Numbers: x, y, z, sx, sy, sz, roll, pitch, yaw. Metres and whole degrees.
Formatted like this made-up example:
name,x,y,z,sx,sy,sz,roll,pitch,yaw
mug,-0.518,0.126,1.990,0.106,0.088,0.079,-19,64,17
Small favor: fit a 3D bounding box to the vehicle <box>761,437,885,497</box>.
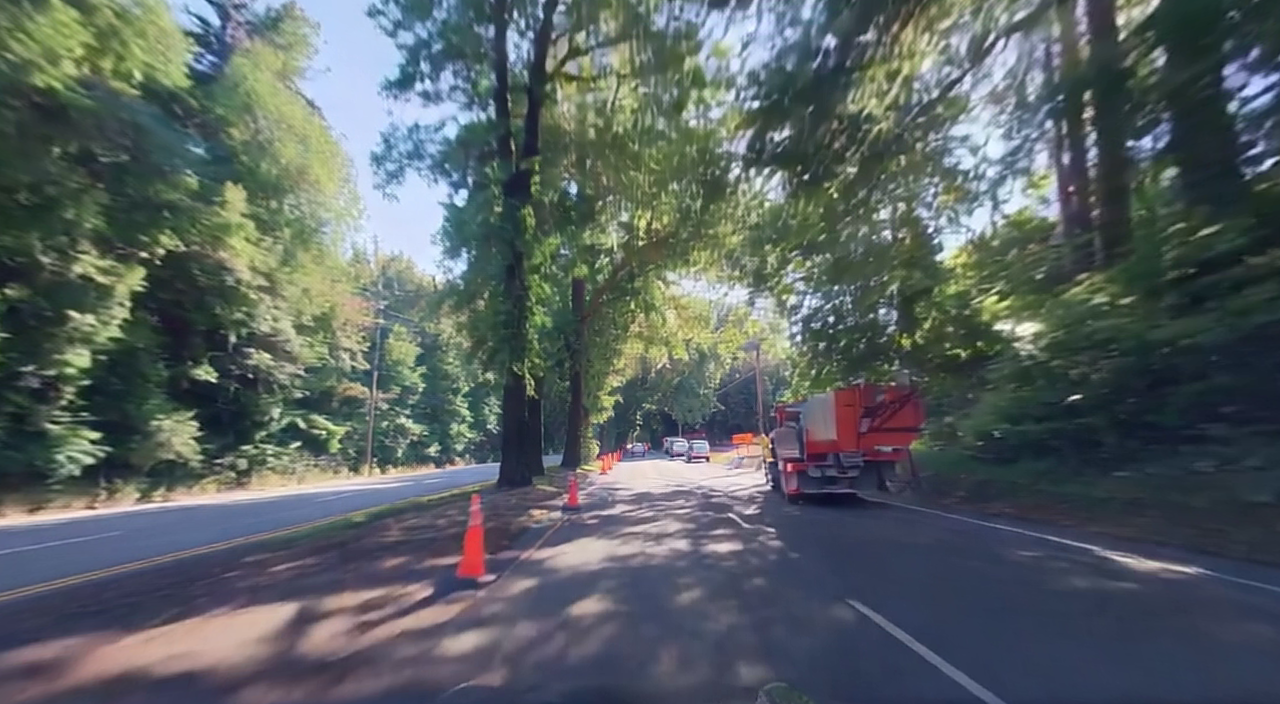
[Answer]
name,x,y,z,sx,sy,sz,roll,pitch,yaw
vehicle,5.662,3.638,20.555,2.324,1.655,5.738,0,-8,0
